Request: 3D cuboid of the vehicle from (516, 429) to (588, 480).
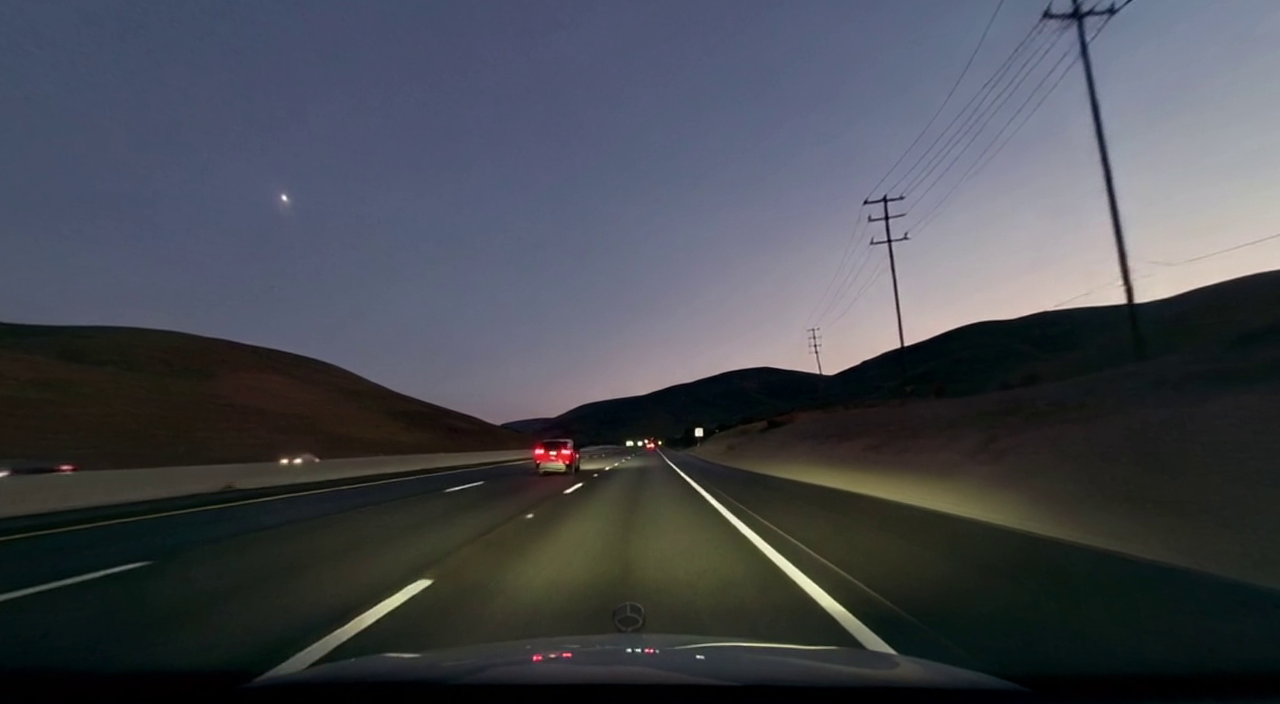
[{"bbox_3d":[-3.448,4.099,25.548,2.136,1.845,4.515,0,-8,2],"label":"vehicle"}]
